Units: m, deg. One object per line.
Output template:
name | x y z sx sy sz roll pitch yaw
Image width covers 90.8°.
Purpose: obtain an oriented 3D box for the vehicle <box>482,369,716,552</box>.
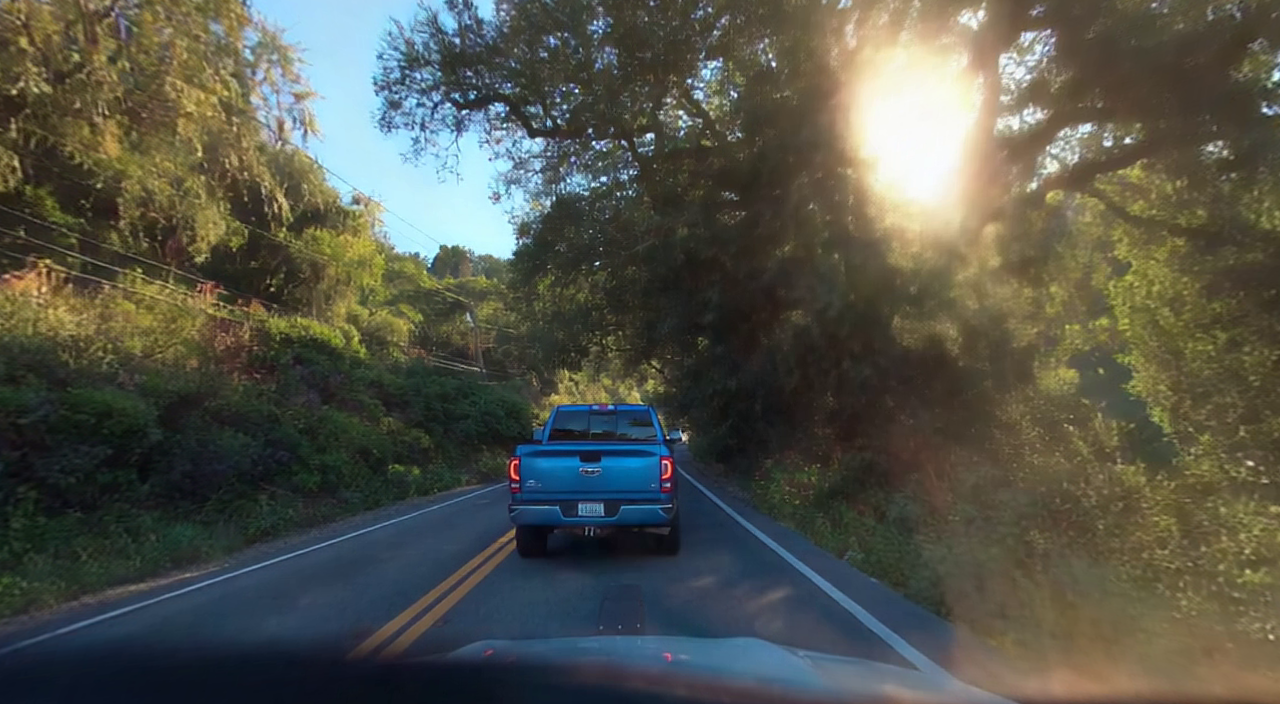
vehicle | -0.537 1.747 10.724 2.837 2.223 5.885 0 -8 -1
